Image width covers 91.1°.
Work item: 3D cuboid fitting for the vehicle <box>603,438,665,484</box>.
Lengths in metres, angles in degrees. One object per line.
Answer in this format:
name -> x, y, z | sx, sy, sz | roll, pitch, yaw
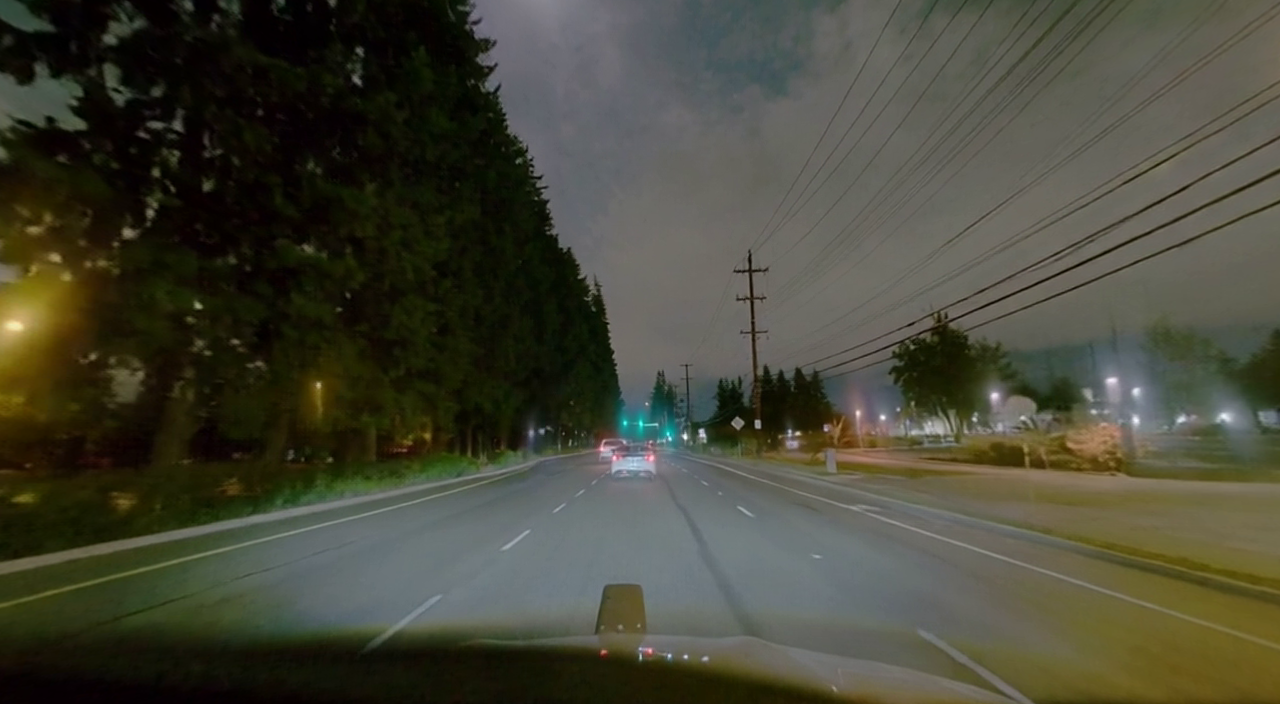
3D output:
vehicle -> -0.202, 3.828, 22.366 | 1.991, 1.463, 3.988 | 0, -8, 0
